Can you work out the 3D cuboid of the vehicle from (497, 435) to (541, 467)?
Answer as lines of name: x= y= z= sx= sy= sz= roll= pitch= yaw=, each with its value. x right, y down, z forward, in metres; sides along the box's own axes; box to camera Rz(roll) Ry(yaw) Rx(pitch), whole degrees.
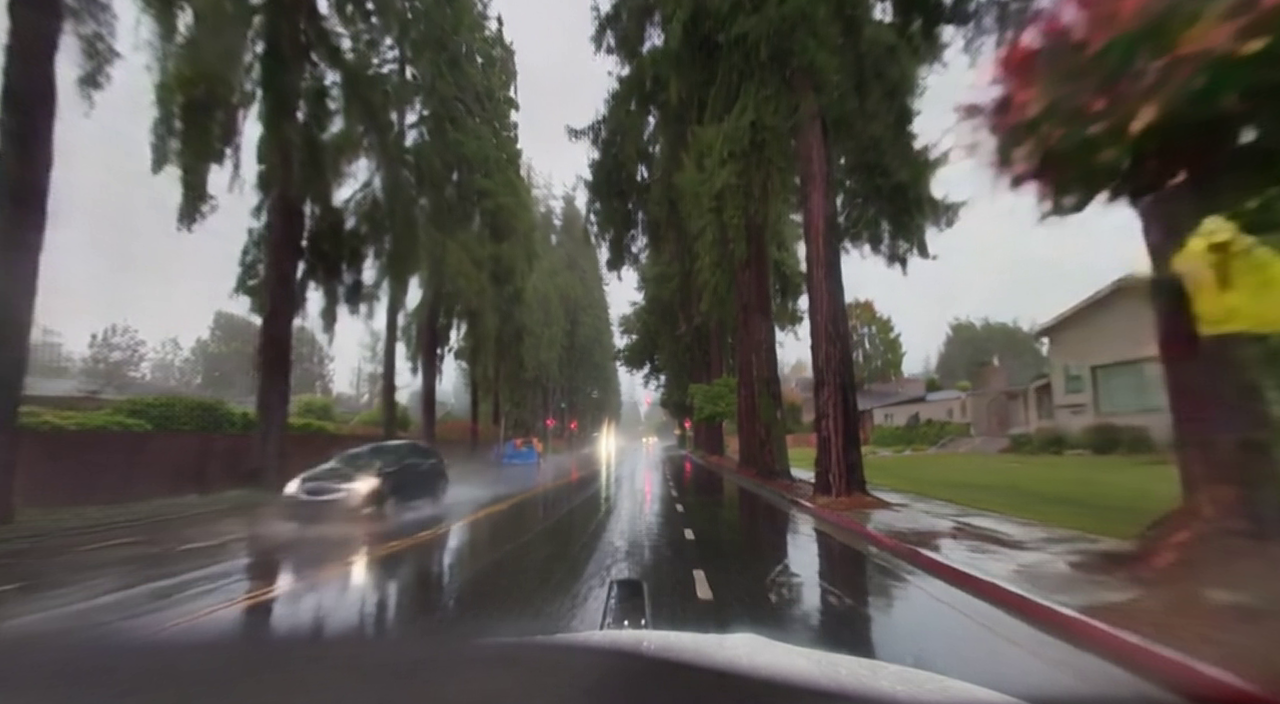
vehicle: x=-8.450 y=6.926 z=44.419 sx=1.998 sy=1.814 sz=4.559 roll=-4 pitch=-6 yaw=1

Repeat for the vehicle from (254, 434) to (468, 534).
vehicle: x=-4.973 y=2.366 z=12.135 sx=1.927 sy=1.521 sz=4.571 roll=-1 pitch=-8 yaw=2
